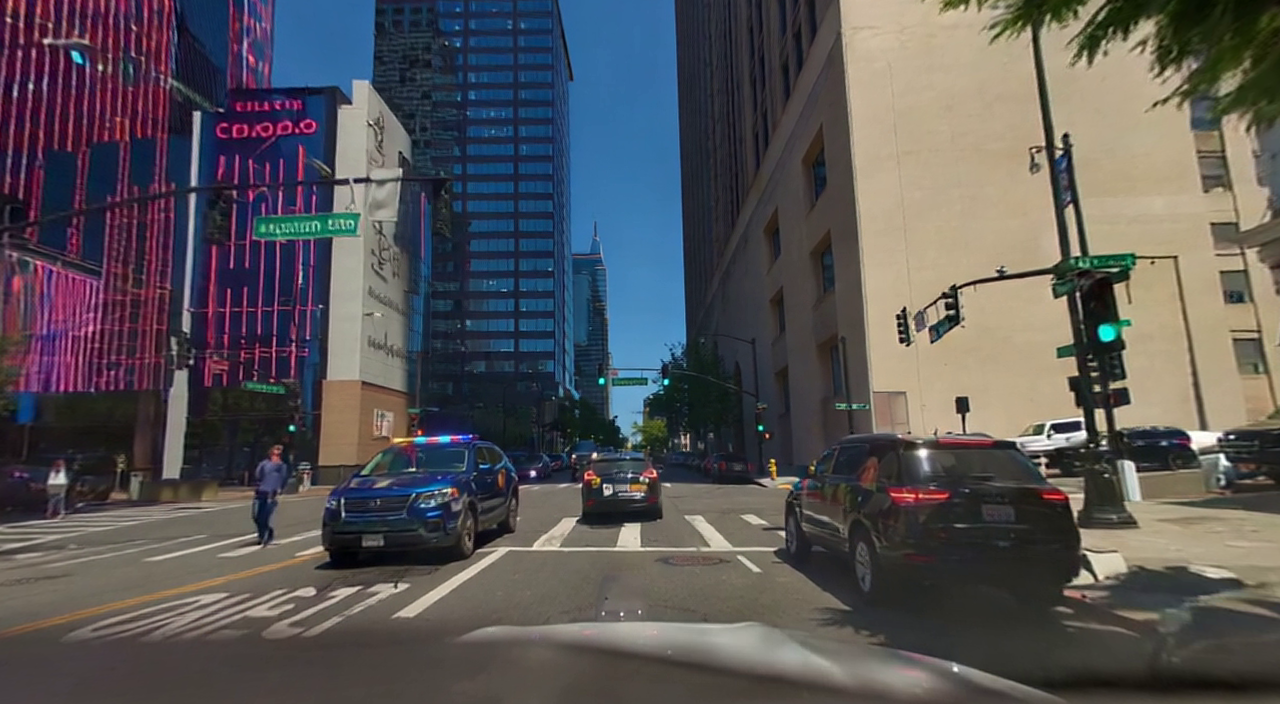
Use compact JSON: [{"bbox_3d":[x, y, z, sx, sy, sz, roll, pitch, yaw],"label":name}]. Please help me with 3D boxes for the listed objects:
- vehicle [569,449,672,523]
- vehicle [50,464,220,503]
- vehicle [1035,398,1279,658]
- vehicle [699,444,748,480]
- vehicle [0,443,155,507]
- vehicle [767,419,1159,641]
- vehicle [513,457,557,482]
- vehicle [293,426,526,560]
[{"bbox_3d":[-0.405,3.065,15.027,2.092,1.454,4.132,0,-8,0],"label":"vehicle"},{"bbox_3d":[-20.254,5.283,25.513,5.153,1.449,1.966,0,-8,0],"label":"vehicle"},{"bbox_3d":[5.876,1.406,5.301,2.123,1.936,4.538,0,-8,0],"label":"vehicle"},{"bbox_3d":[5.666,7.558,43.805,2.420,2.300,5.313,0,-8,-3],"label":"vehicle"},{"bbox_3d":[-30.883,6.680,34.752,5.896,3.276,2.809,0,-8,0],"label":"vehicle"},{"bbox_3d":[3.040,1.758,7.442,2.072,1.735,4.759,0,-8,0],"label":"vehicle"},{"bbox_3d":[-6.695,7.564,40.897,2.052,1.471,4.225,0,-8,1],"label":"vehicle"},{"bbox_3d":[-3.686,2.354,11.482,2.190,1.840,5.272,0,-8,0],"label":"vehicle"}]
